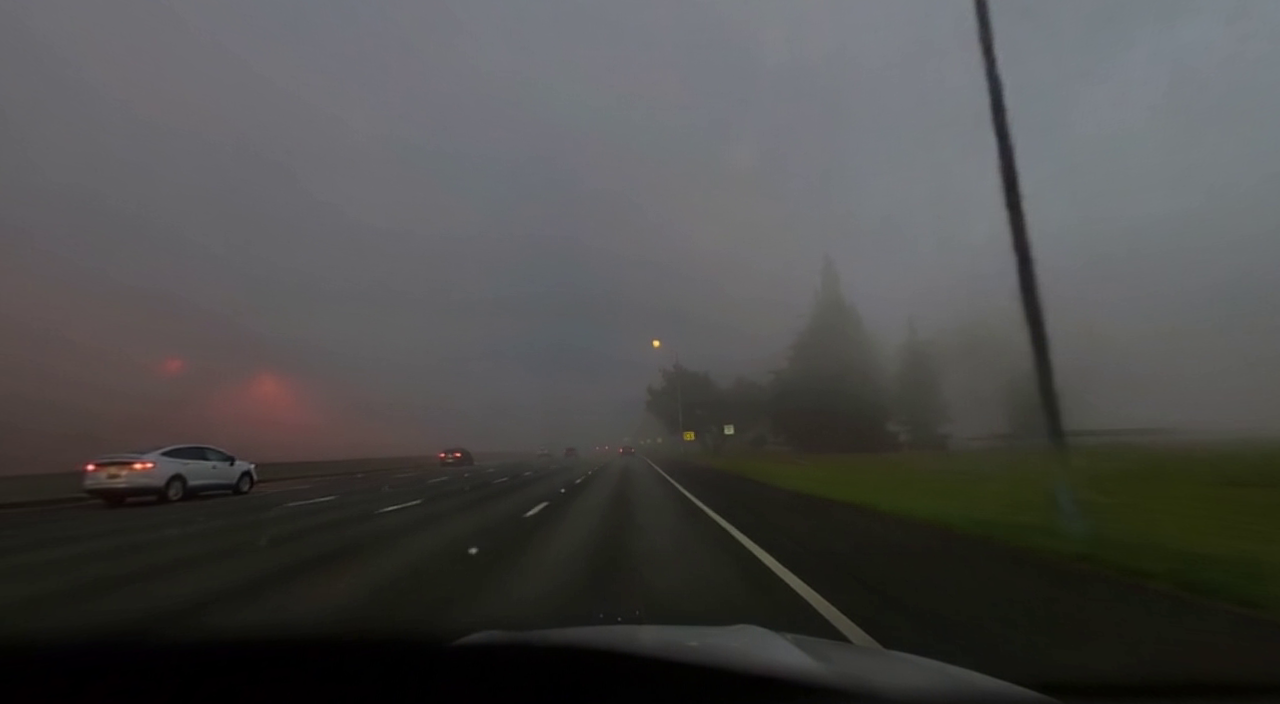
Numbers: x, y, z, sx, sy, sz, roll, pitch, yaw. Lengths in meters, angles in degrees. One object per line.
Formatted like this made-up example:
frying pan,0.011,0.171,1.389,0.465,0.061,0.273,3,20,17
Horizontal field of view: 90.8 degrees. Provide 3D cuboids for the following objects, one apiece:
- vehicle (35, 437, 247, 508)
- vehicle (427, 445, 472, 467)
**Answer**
vehicle,-14.327,3.457,18.710,2.049,1.792,5.177,0,-9,0
vehicle,-14.796,8.102,49.296,2.057,1.619,4.443,0,-9,0
